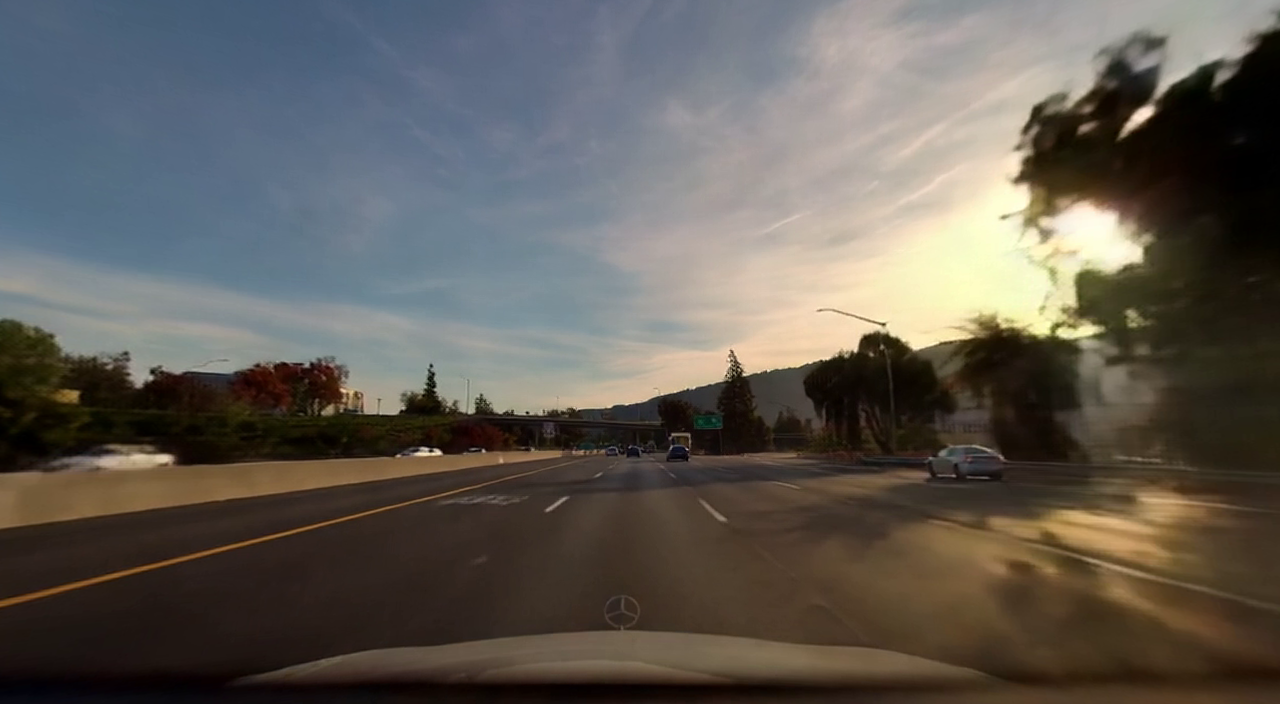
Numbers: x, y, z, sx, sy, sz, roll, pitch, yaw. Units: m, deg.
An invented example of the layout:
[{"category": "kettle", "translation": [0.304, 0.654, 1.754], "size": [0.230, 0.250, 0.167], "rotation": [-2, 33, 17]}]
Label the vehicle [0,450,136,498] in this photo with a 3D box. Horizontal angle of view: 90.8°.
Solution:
[{"category": "vehicle", "translation": [-23.163, 4.822, 25.460], "size": [1.986, 1.724, 4.400], "rotation": [0, -9, 0]}]

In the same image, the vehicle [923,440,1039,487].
[{"category": "vehicle", "translation": [12.177, 3.996, 22.916], "size": [1.878, 1.509, 4.327], "rotation": [-1, -9, 2]}]
